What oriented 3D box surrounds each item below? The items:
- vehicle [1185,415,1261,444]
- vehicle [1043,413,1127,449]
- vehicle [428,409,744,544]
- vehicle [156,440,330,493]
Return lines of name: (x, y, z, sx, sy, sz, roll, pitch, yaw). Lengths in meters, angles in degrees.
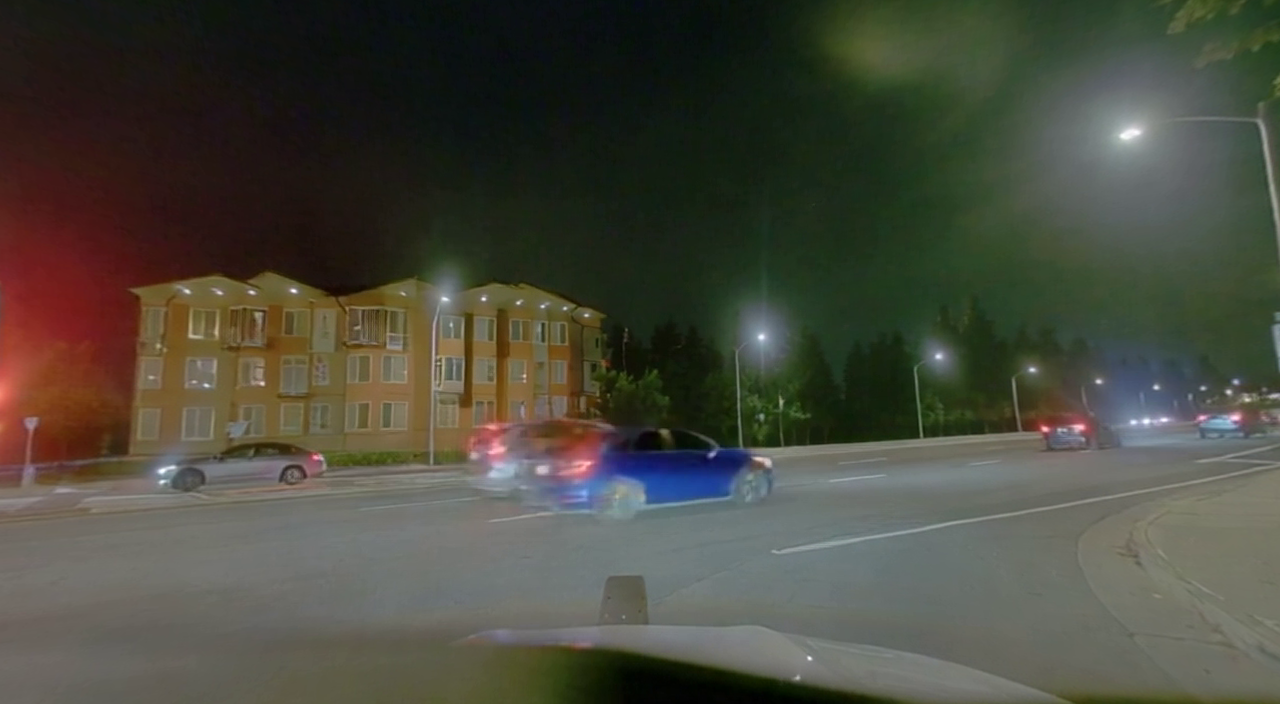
vehicle: (30.934, 4.143, 33.403, 4.521, 1.433, 1.943, 6, -10, -35)
vehicle: (22.838, 4.083, 32.314, 4.683, 1.678, 1.981, 6, -10, -36)
vehicle: (-0.717, 1.812, 9.805, 4.438, 1.625, 2.033, 6, -10, -35)
vehicle: (-12.087, 3.443, 19.361, 4.289, 1.415, 1.774, 6, -10, -37)
